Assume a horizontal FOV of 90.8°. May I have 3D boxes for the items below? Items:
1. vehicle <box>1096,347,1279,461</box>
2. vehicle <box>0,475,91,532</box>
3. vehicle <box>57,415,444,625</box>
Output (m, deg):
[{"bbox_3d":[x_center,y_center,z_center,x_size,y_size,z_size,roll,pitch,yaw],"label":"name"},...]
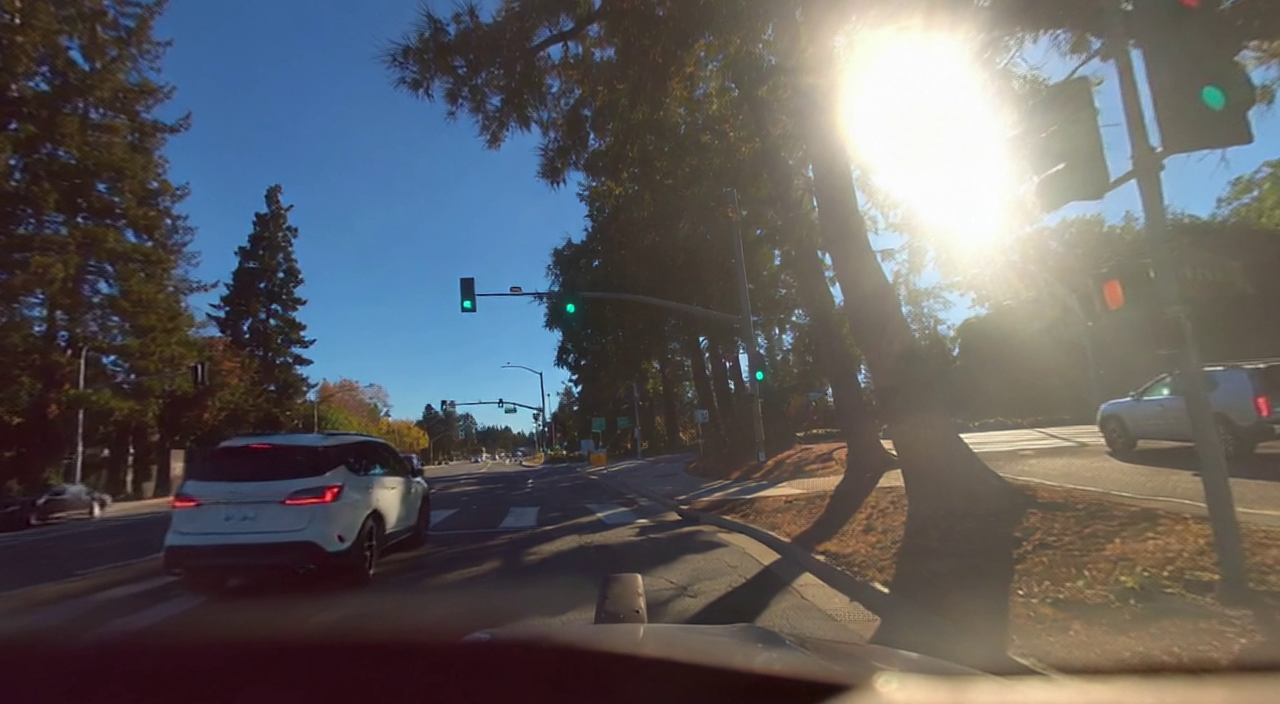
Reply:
[{"bbox_3d":[10.641,1.037,11.336,1.855,1.669,4.529,-3,-9,6],"label":"vehicle"},{"bbox_3d":[-22.767,5.584,23.343,1.941,1.685,4.036,-3,-8,-11],"label":"vehicle"},{"bbox_3d":[-3.935,1.718,7.588,2.134,1.707,4.471,1,-8,-6],"label":"vehicle"}]
